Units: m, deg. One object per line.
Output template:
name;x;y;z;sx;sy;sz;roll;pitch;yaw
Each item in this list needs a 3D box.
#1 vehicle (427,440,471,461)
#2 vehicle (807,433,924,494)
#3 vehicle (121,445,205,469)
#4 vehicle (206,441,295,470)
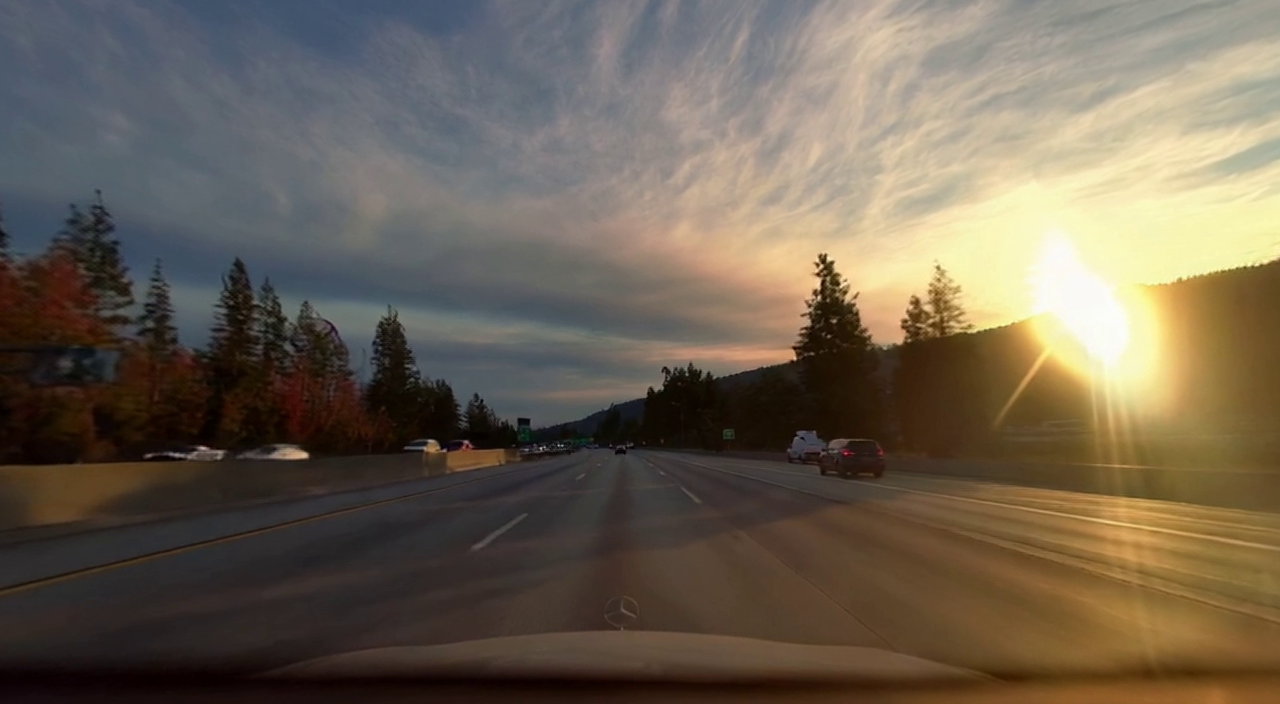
vehicle;-14.909;7.737;49.568;2.089;1.559;4.558;0;-9;-1
vehicle;6.864;3.431;19.757;2.081;1.705;3.926;0;-9;-2
vehicle;-29.832;6.568;39.714;1.808;1.445;4.514;0;-9;-1
vehicle;-21.374;5.713;34.956;1.932;1.492;4.771;0;-9;-1
